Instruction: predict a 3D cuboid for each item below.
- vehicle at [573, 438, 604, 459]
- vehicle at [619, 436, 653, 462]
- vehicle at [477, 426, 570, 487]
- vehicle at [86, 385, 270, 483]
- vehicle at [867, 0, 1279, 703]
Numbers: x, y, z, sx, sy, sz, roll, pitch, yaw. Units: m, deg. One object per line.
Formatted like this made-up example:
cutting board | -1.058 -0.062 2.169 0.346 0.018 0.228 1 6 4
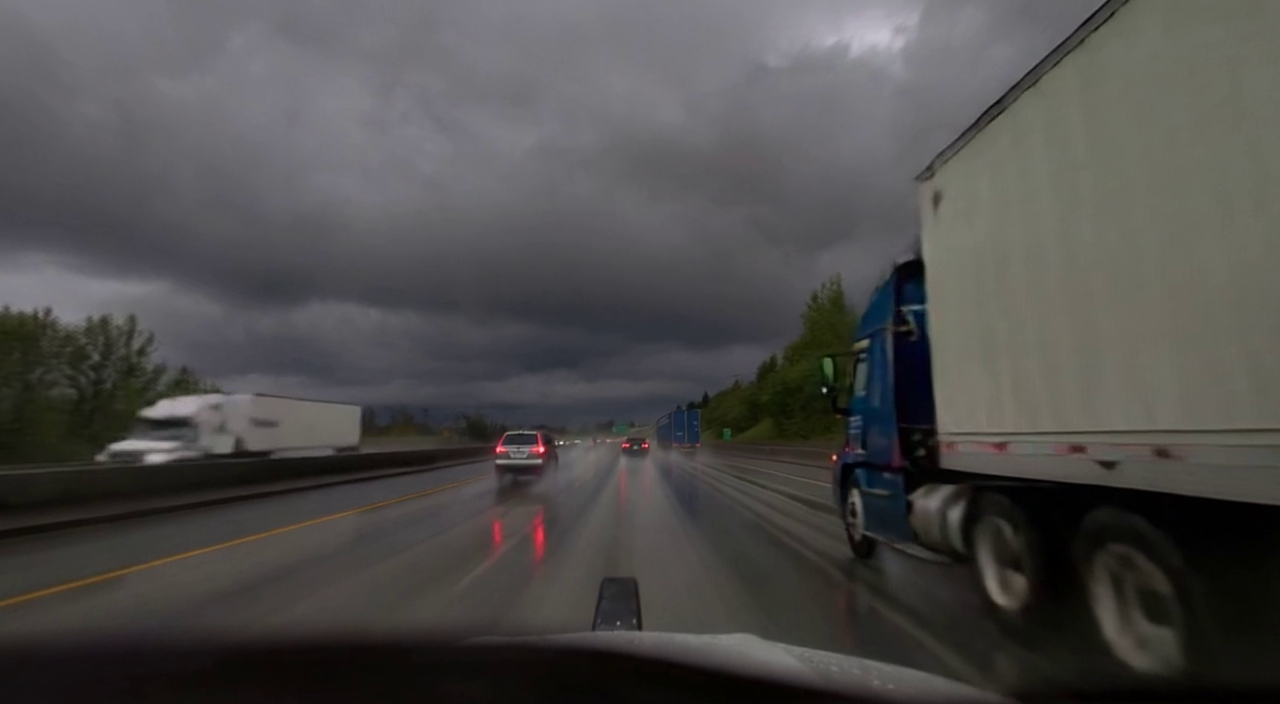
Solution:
vehicle | -3.877 7.382 48.076 2.021 1.514 4.190 0 -8 0
vehicle | -0.318 6.276 40.701 2.088 1.567 4.240 0 -8 -1
vehicle | -3.475 3.207 19.712 2.054 1.671 4.445 0 -8 0
vehicle | -19.690 3.585 27.482 2.909 3.719 6.646 1 -8 -1
vehicle | 3.787 -0.235 2.869 3.009 3.673 6.099 1 -7 -2
